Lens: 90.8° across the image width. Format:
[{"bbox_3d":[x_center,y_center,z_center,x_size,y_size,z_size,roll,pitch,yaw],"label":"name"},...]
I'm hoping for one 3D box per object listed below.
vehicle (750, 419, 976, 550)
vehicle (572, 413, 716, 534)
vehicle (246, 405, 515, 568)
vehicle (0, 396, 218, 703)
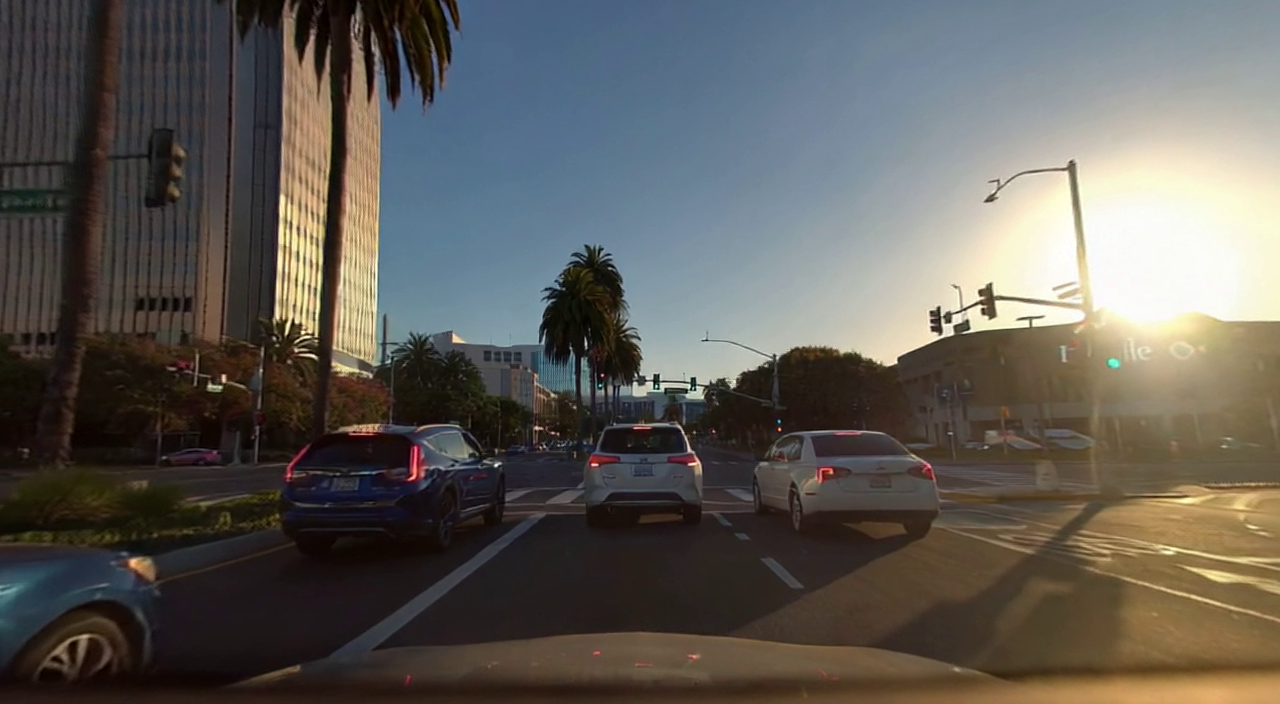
[{"bbox_3d":[3.059,1.904,9.689,1.936,1.567,3.896,0,-9,-2],"label":"vehicle"},{"bbox_3d":[0.058,2.065,11.271,2.060,1.730,4.257,0,-9,0],"label":"vehicle"},{"bbox_3d":[-3.163,1.730,8.790,1.938,1.713,4.048,0,-9,1],"label":"vehicle"},{"bbox_3d":[-3.199,0.716,0.933,1.962,1.480,4.605,0,-9,0],"label":"vehicle"}]
